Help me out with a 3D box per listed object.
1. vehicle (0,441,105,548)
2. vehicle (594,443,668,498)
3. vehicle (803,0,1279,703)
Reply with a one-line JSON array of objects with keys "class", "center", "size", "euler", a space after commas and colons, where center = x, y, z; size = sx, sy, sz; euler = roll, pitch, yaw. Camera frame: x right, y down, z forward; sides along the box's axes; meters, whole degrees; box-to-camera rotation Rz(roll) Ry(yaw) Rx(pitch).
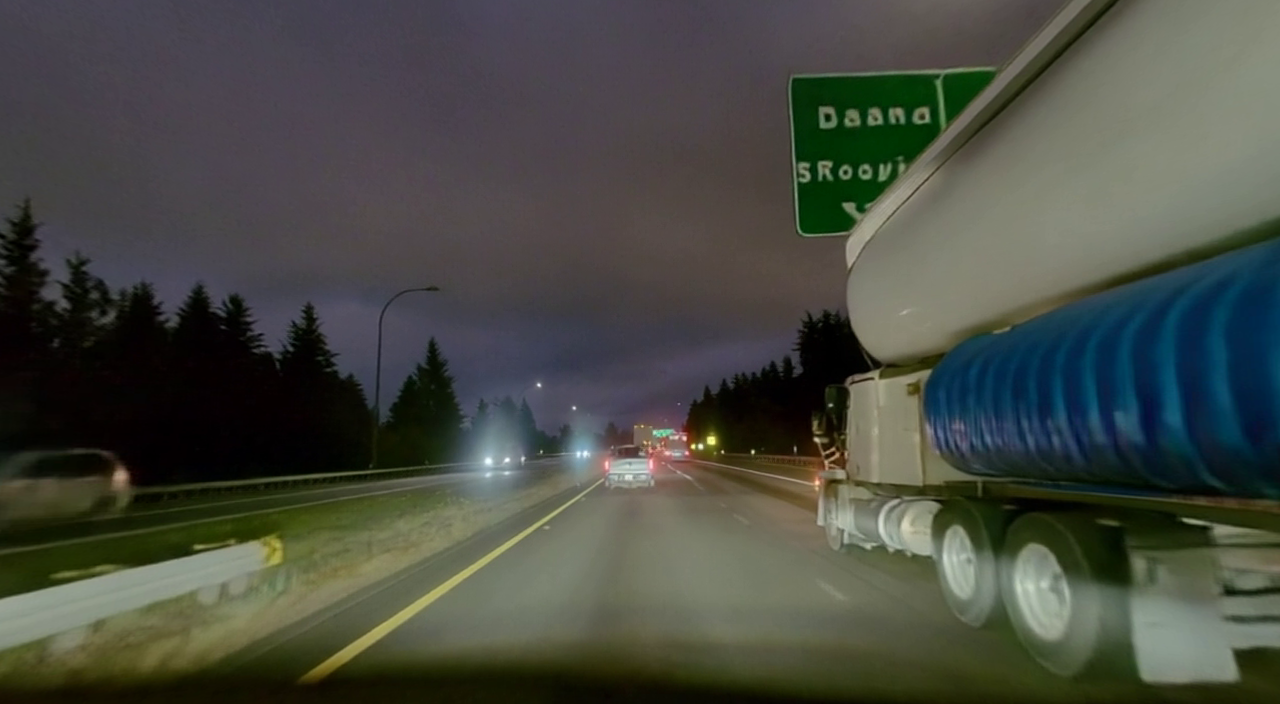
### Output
[{"class": "vehicle", "center": [-12.037, 2.422, 10.637], "size": [2.063, 1.828, 4.416], "euler": [0, -9, 1]}, {"class": "vehicle", "center": [-0.242, 3.525, 19.101], "size": [2.003, 1.490, 3.636], "euler": [0, -9, 0]}, {"class": "vehicle", "center": [3.865, 0.205, 5.755], "size": [3.001, 3.728, 5.947], "euler": [0, -9, -1]}]
